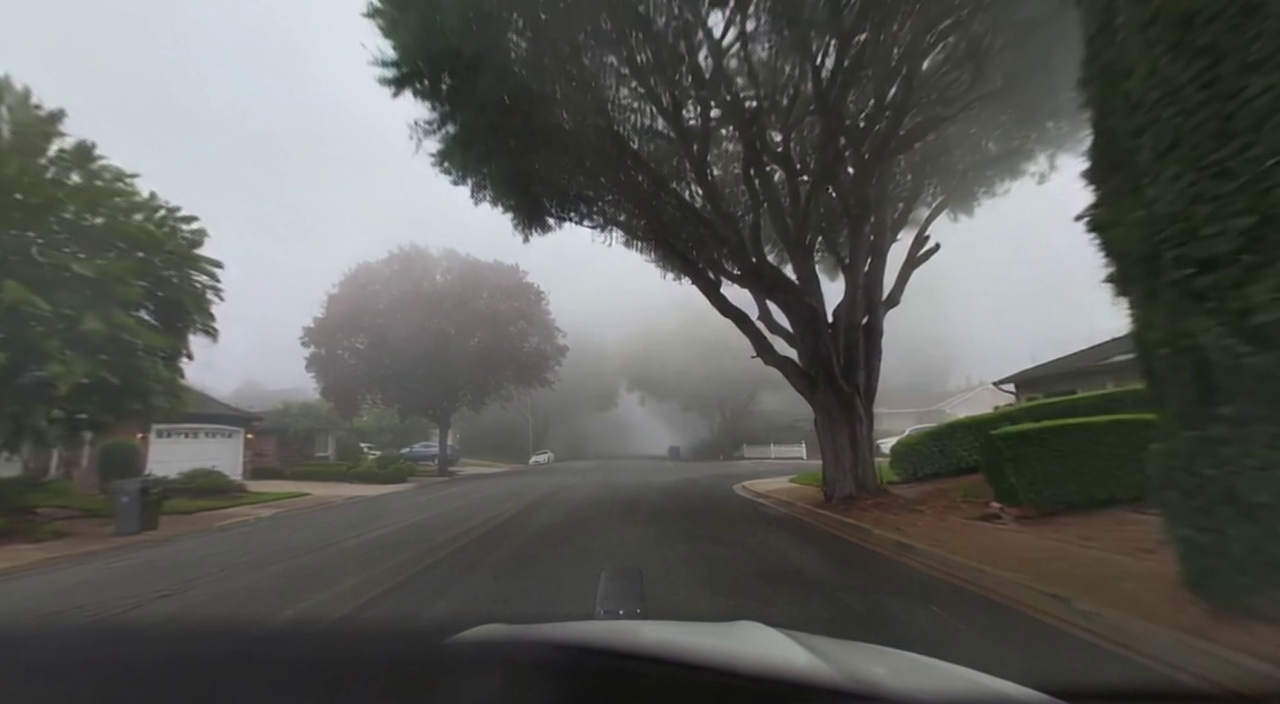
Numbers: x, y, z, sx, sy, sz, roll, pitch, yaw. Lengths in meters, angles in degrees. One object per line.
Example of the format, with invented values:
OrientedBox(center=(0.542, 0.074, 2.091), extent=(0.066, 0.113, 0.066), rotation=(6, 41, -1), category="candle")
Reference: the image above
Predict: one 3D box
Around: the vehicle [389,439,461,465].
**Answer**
OrientedBox(center=(-16.013, 7.469, 47.079), extent=(4.683, 1.849, 2.044), rotation=(1, -9, -4), category="vehicle")
